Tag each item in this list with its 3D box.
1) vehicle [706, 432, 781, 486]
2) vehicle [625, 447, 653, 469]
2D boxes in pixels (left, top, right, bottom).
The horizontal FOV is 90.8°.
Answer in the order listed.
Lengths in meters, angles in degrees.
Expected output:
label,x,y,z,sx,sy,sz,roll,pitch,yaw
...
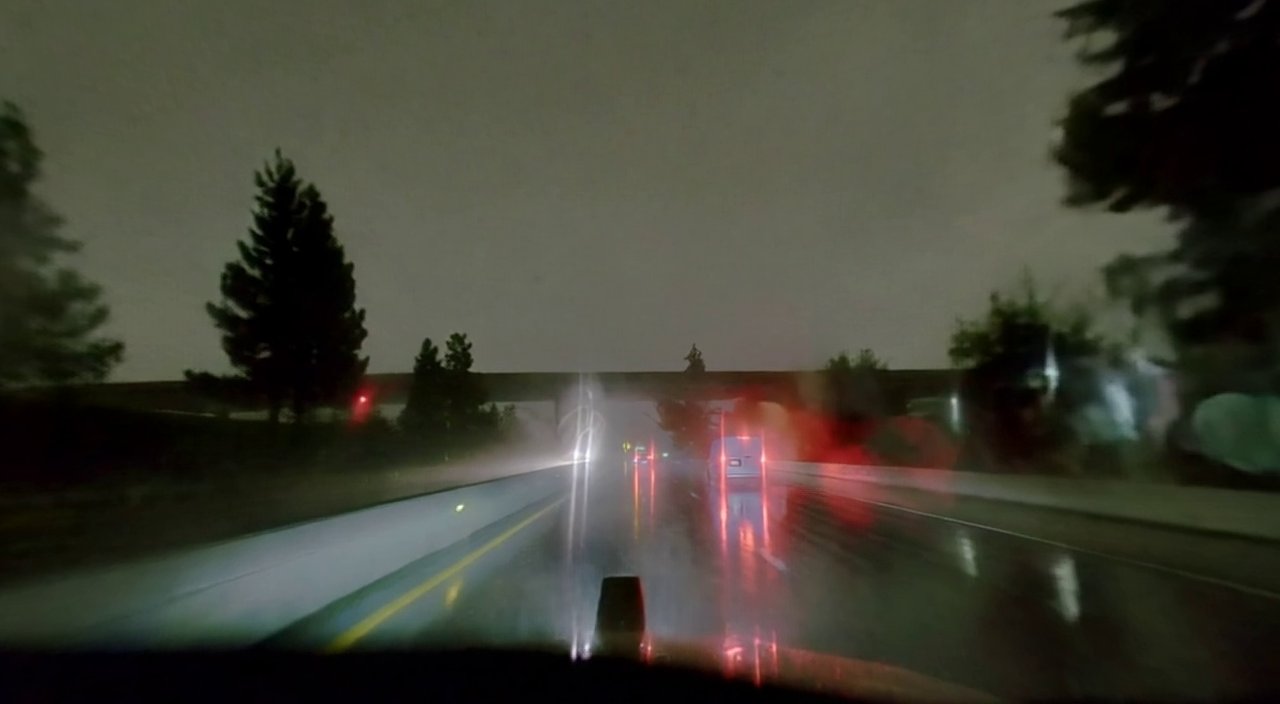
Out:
label,x,y,z,sx,sy,sz,roll,pitch,yaw
vehicle,4.125,4.417,26.236,2.152,1.998,5.380,0,-9,-1
vehicle,-0.020,8.049,48.031,2.013,1.584,3.995,0,-9,1
